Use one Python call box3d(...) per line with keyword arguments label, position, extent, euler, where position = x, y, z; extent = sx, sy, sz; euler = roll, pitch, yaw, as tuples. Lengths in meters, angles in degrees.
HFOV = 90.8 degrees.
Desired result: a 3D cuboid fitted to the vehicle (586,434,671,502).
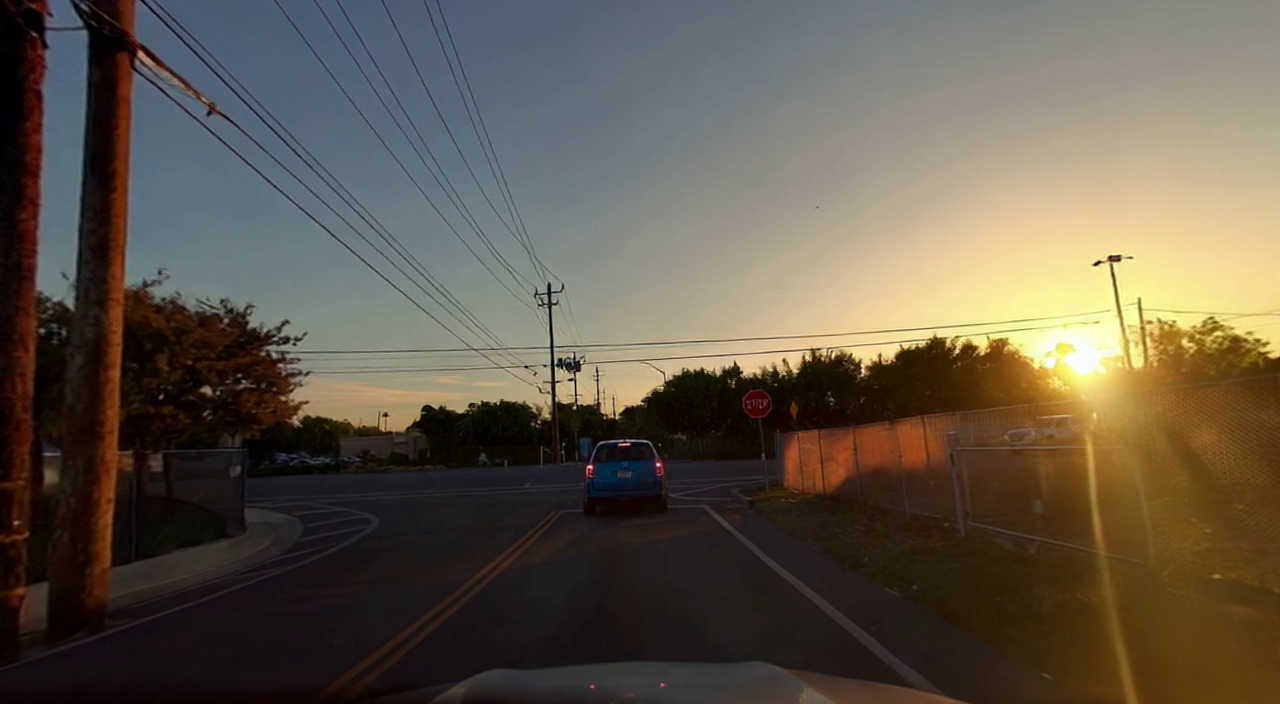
box3d(label="vehicle", position=(-0.388, 3.224, 18.036), extent=(2.137, 1.698, 4.166), euler=(0, -8, -3))
